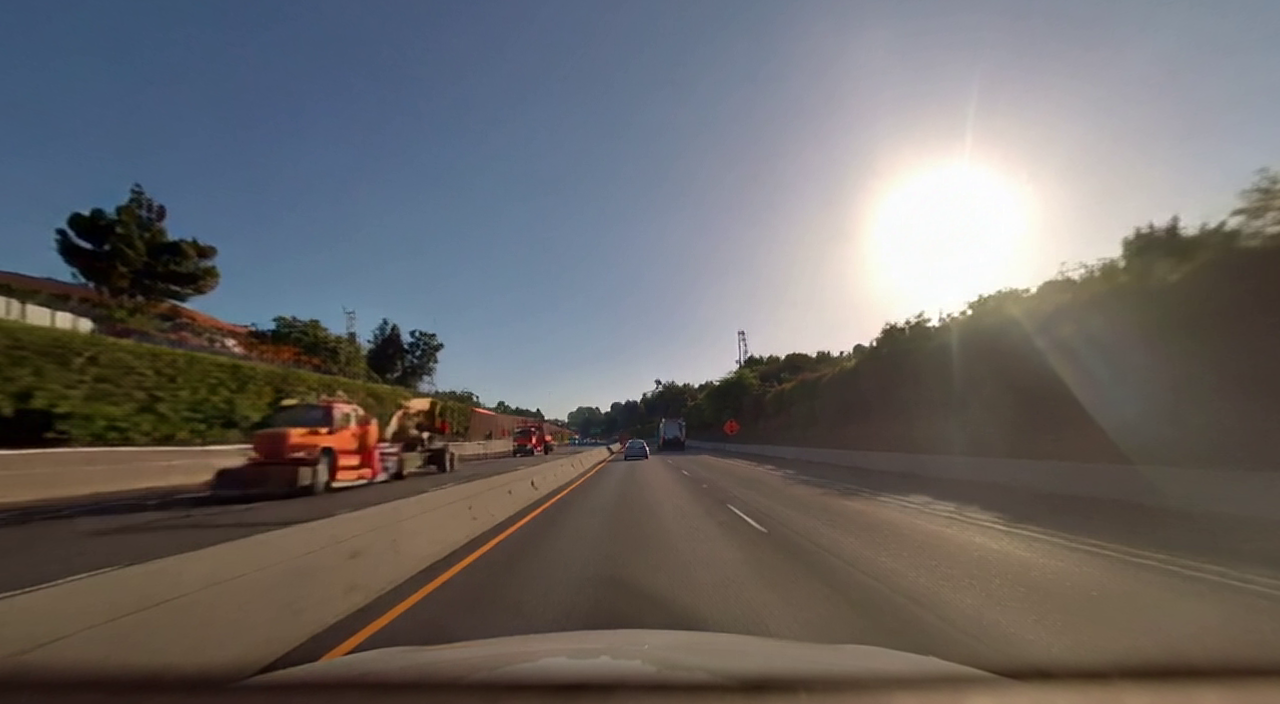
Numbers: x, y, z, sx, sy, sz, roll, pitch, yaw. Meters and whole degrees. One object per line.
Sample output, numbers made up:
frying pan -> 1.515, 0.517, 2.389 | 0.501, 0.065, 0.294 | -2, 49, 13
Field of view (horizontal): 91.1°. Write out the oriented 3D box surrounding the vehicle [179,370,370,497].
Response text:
vehicle -> -13.002, 3.031, 23.216 | 3.010, 3.976, 6.420 | -1, -8, 1

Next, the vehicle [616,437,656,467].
vehicle -> -0.185, 5.305, 33.651 | 2.004, 1.472, 4.075 | 0, -8, 0
